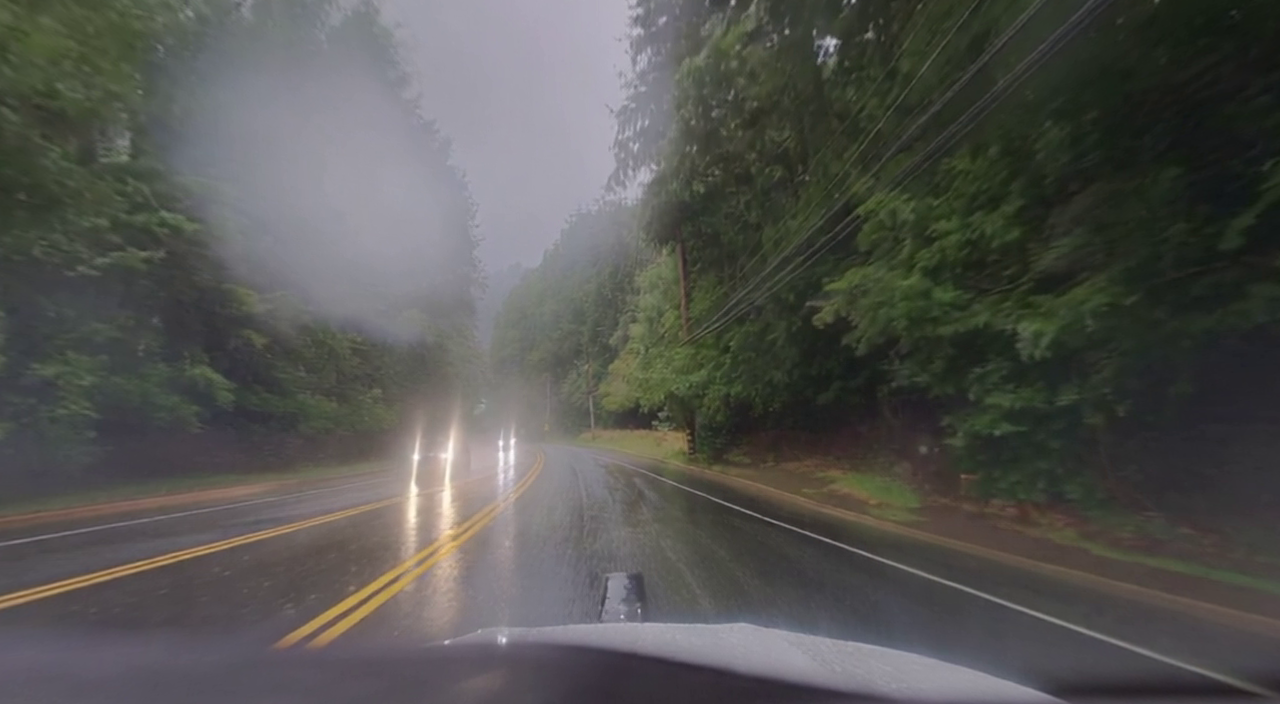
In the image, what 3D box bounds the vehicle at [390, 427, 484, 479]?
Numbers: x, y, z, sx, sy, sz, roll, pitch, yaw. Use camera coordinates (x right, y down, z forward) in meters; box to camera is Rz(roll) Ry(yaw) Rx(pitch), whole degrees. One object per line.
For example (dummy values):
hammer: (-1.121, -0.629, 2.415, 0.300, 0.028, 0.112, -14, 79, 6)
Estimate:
vehicle: (-8.354, 4.217, 26.711, 2.397, 1.932, 5.703, 1, -8, -4)
